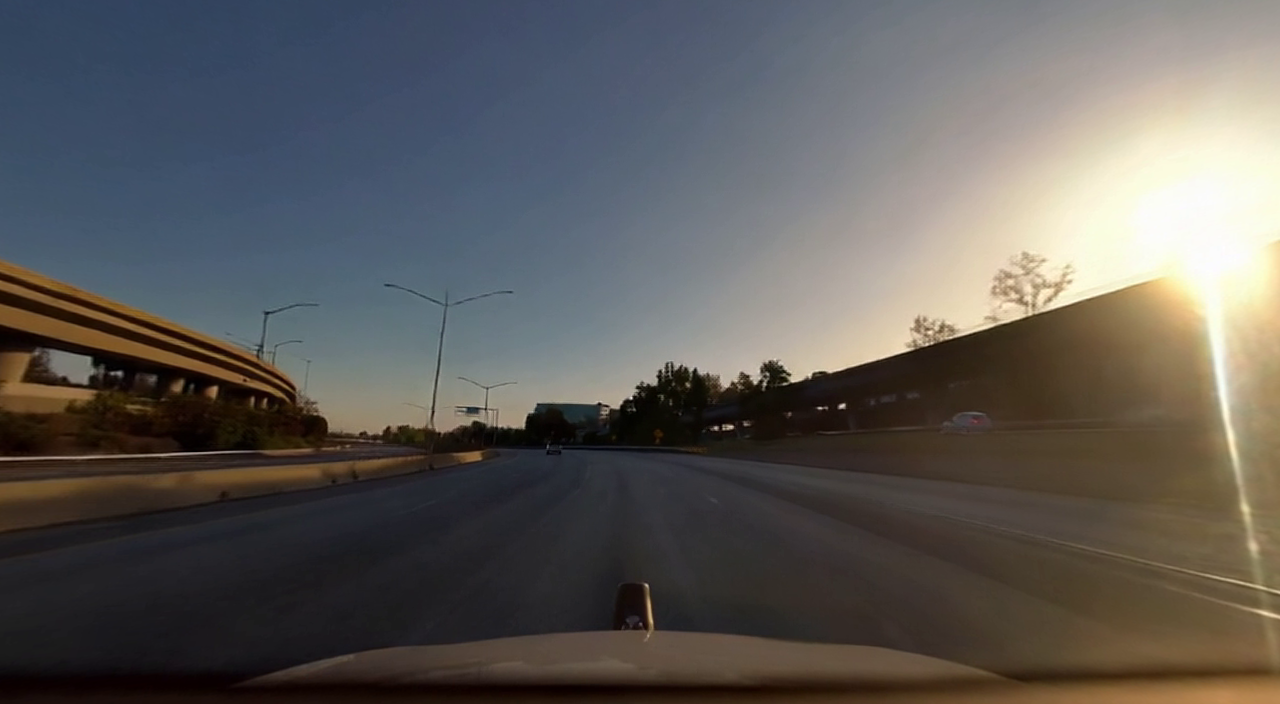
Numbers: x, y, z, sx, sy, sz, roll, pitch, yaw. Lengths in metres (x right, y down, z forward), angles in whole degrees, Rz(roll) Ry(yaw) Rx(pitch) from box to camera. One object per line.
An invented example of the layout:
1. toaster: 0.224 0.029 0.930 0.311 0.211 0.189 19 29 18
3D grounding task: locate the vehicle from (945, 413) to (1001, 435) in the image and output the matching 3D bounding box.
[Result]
1. vehicle: 25.218 5.488 47.863 1.944 1.461 3.689 1 -9 -6
